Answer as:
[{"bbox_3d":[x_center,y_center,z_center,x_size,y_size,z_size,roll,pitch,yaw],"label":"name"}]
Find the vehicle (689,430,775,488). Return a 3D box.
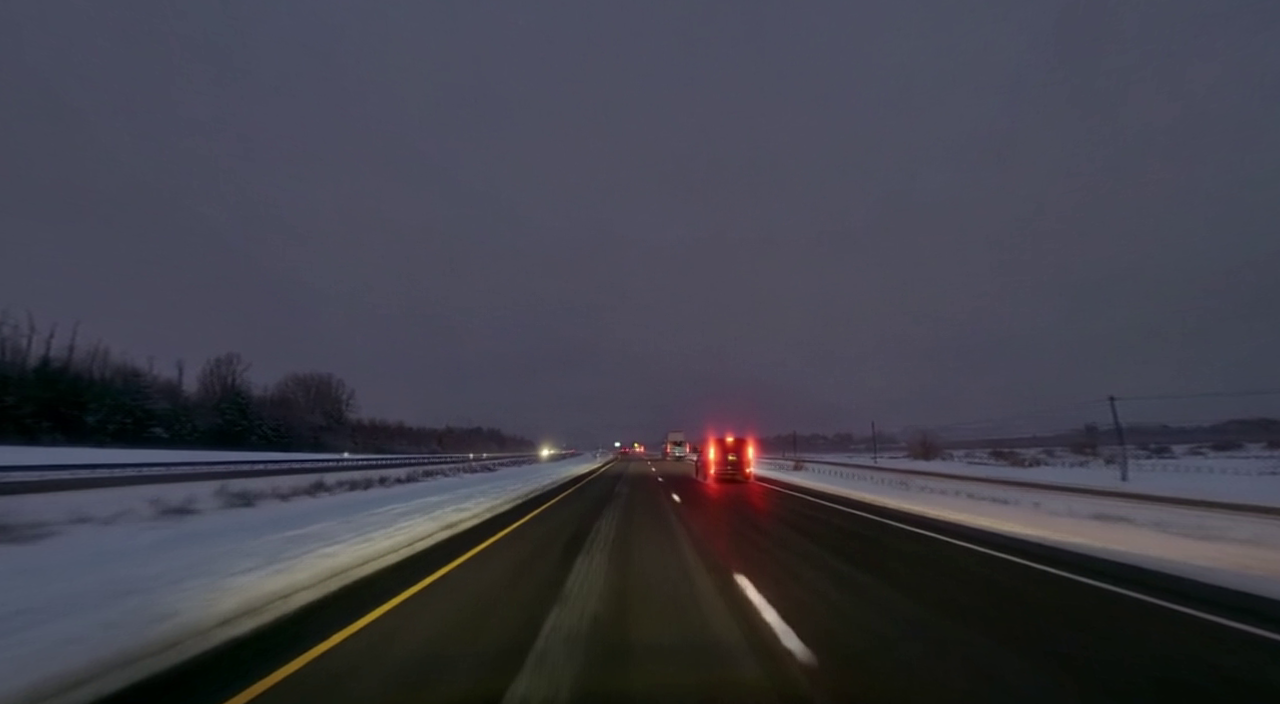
[{"bbox_3d":[3.058,3.706,22.191,2.141,1.785,4.778,0,-8,-2],"label":"vehicle"}]
